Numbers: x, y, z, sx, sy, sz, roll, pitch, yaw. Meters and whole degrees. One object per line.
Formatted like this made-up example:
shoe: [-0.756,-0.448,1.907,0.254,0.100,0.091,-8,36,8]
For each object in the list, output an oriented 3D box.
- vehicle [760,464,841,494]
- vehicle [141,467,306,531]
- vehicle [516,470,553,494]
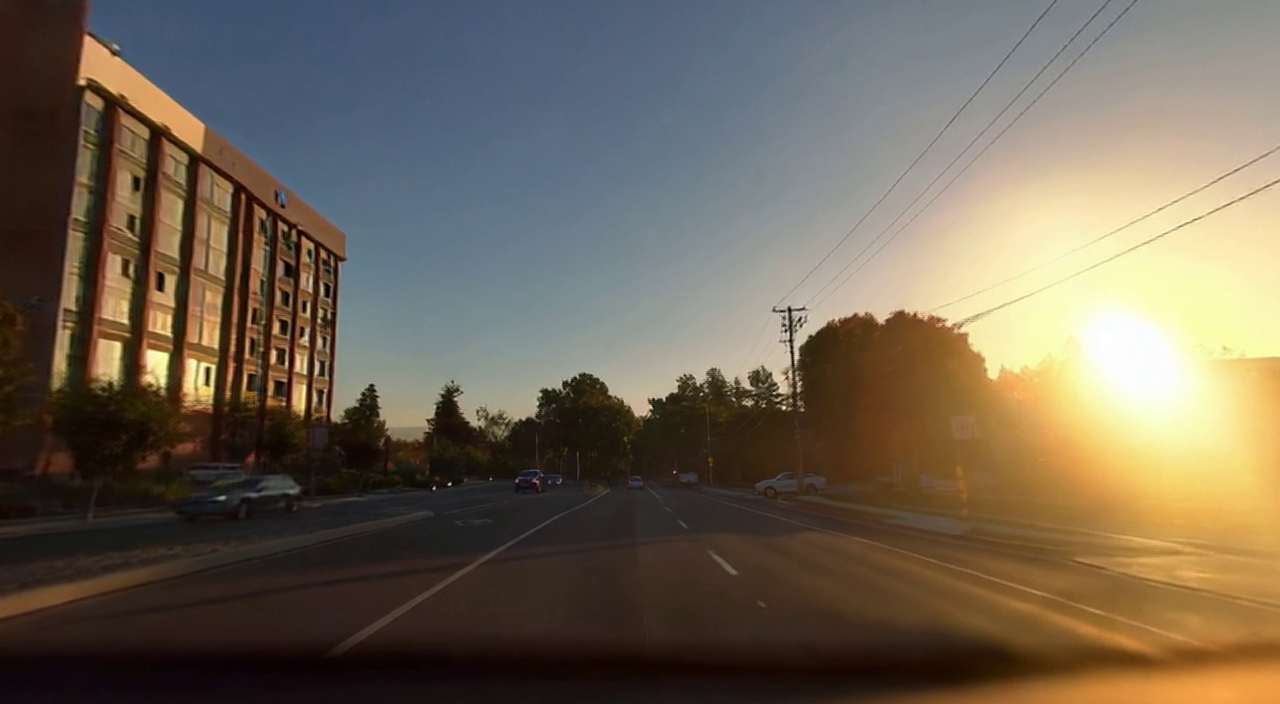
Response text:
vehicle: [10.766,8.524,42.308,4.903,1.831,2.098,0,-9,2]
vehicle: [-12.281,4.330,18.946,1.941,1.511,4.348,0,-8,1]
vehicle: [-8.141,10.145,48.876,2.220,1.681,4.633,-1,-12,-1]
